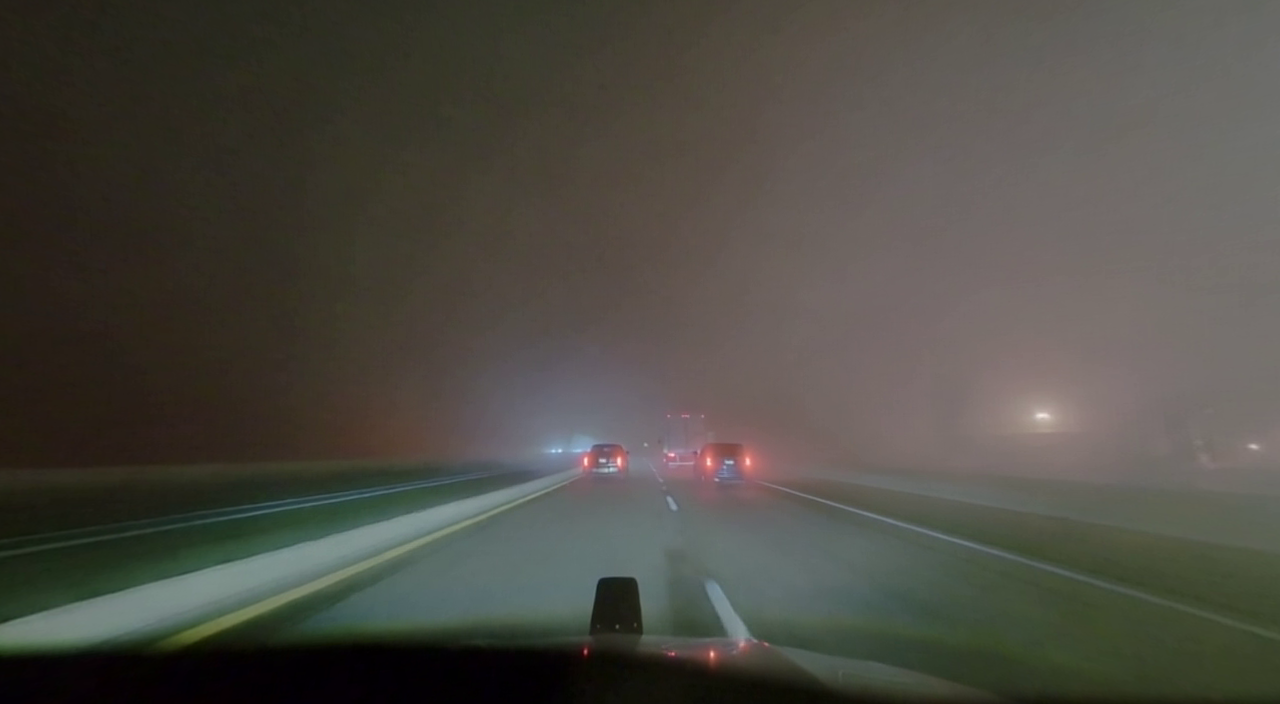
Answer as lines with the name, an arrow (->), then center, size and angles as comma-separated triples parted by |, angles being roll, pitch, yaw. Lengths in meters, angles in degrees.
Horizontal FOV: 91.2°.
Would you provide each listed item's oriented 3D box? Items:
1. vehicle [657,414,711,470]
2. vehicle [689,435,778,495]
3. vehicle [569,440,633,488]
vehicle -> 3.241, 7.082, 49.093 | 3.143, 3.880, 10.117 | 0, -9, -2
vehicle -> 2.861, 3.593, 20.206 | 2.230, 1.715, 4.243 | 0, -9, 0
vehicle -> -1.386, 4.309, 24.387 | 2.181, 1.653, 4.691 | 0, -9, 0
